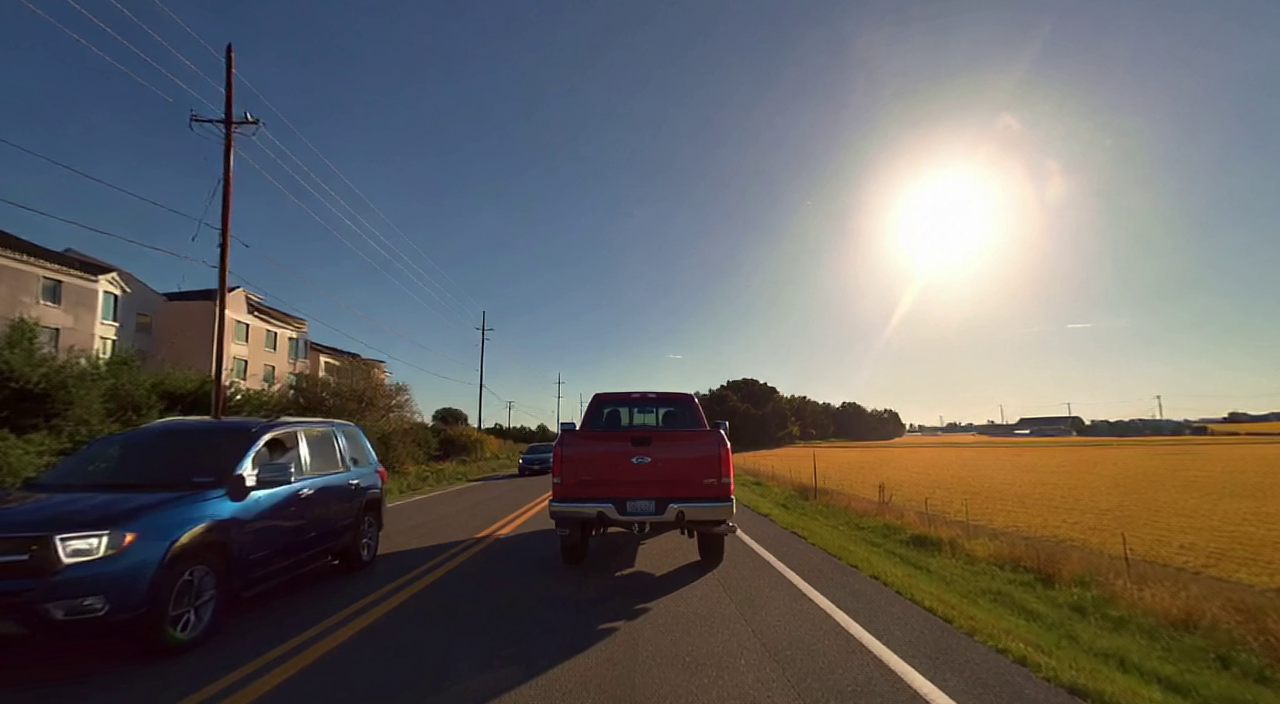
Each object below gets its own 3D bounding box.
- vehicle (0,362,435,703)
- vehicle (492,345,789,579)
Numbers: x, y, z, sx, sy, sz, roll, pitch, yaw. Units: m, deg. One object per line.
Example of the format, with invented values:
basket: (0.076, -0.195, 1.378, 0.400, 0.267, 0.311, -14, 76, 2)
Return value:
vehicle: (-3.726, 1.269, 5.477, 2.278, 1.745, 4.766, 0, -8, 0)
vehicle: (-0.073, 1.615, 9.981, 2.912, 2.320, 7.292, 0, -8, -1)
